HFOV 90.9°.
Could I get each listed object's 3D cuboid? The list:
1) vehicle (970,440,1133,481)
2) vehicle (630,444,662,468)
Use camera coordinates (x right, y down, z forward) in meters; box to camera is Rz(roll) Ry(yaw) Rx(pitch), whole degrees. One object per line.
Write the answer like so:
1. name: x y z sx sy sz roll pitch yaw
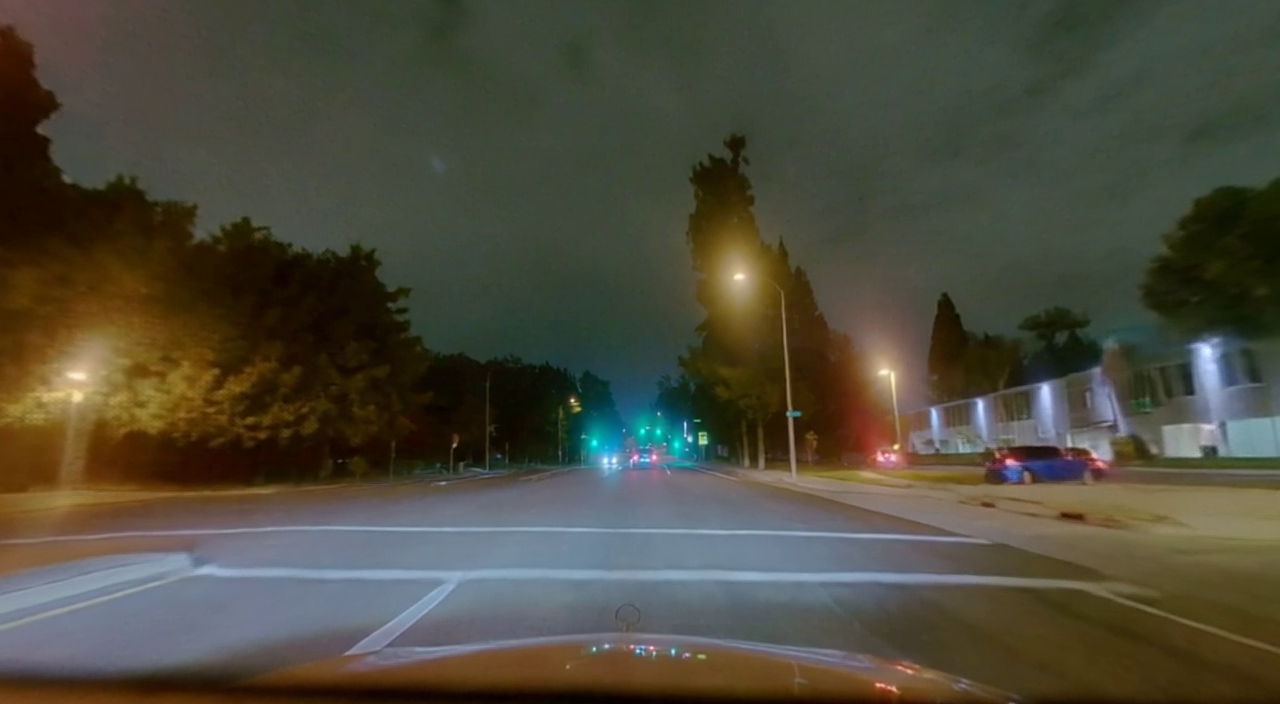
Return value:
1. vehicle: 15.596 4.118 24.082 4.824 1.462 1.974 0 -8 -1
2. vehicle: 0.423 7.558 45.960 2.200 1.653 4.127 0 -8 0
